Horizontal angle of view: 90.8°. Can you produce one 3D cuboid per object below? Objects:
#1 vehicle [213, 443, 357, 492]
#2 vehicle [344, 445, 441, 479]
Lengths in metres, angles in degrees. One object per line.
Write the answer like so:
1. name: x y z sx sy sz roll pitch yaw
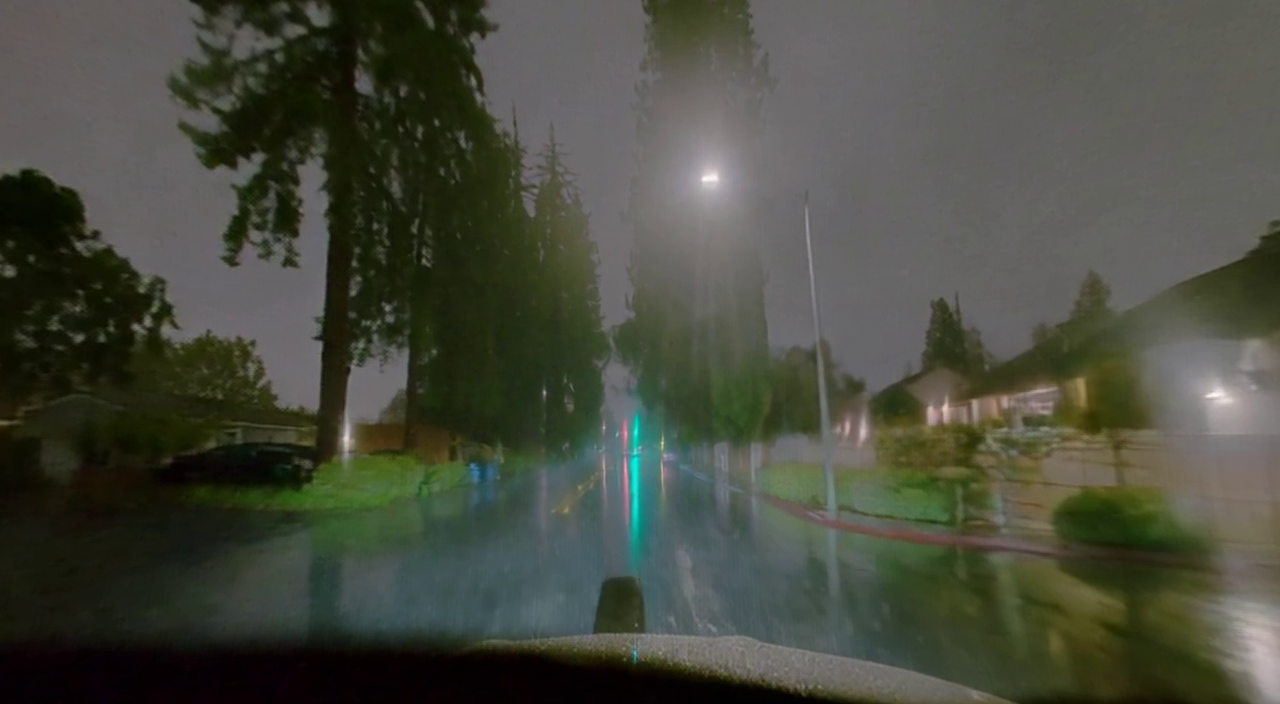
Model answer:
1. vehicle: -14.923 4.828 26.831 2.066 1.852 4.782 -6 -10 33
2. vehicle: -14.235 6.317 36.300 5.275 1.807 2.279 -5 -10 29
